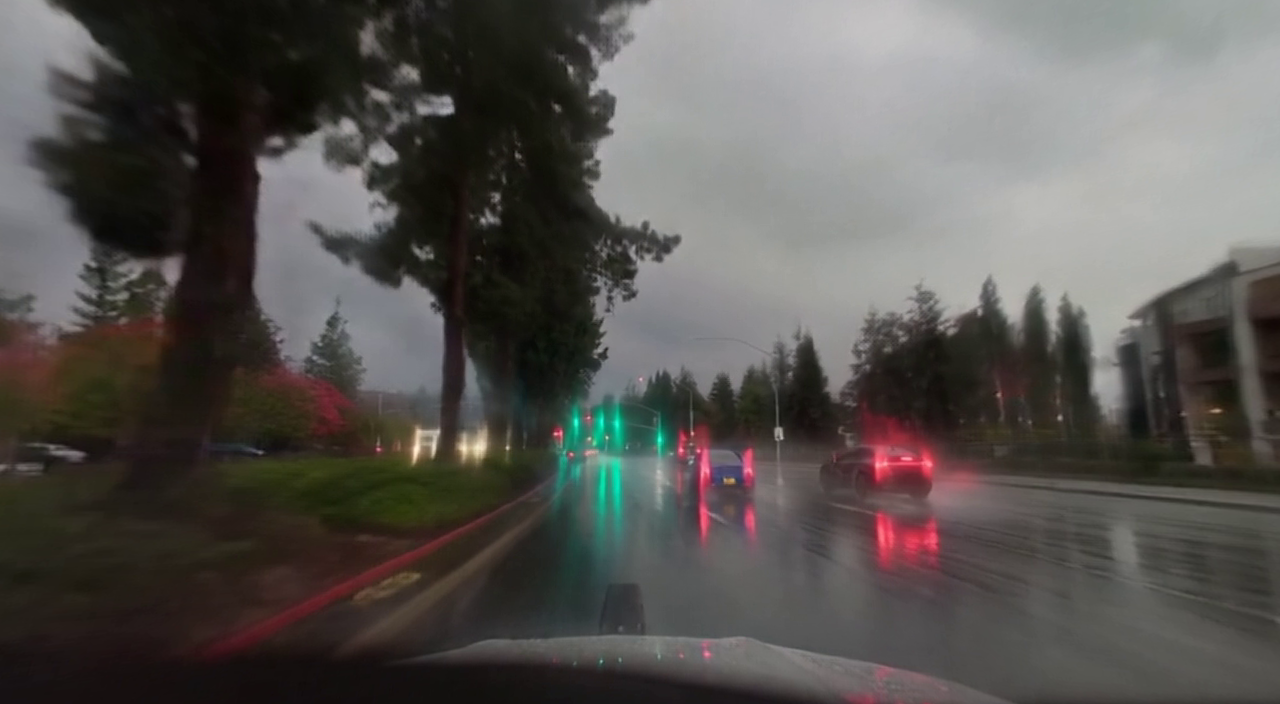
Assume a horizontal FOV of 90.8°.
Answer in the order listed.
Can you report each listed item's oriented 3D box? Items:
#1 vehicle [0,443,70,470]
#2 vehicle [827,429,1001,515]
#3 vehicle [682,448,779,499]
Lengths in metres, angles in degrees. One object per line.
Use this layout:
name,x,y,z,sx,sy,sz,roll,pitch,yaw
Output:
vehicle,-36.173,6.105,36.981,3.752,1.429,1.721,2,-9,-3
vehicle,6.249,2.775,15.118,1.987,1.730,4.373,0,-9,-3
vehicle,2.557,3.573,19.058,1.990,1.347,4.388,1,-9,-4
